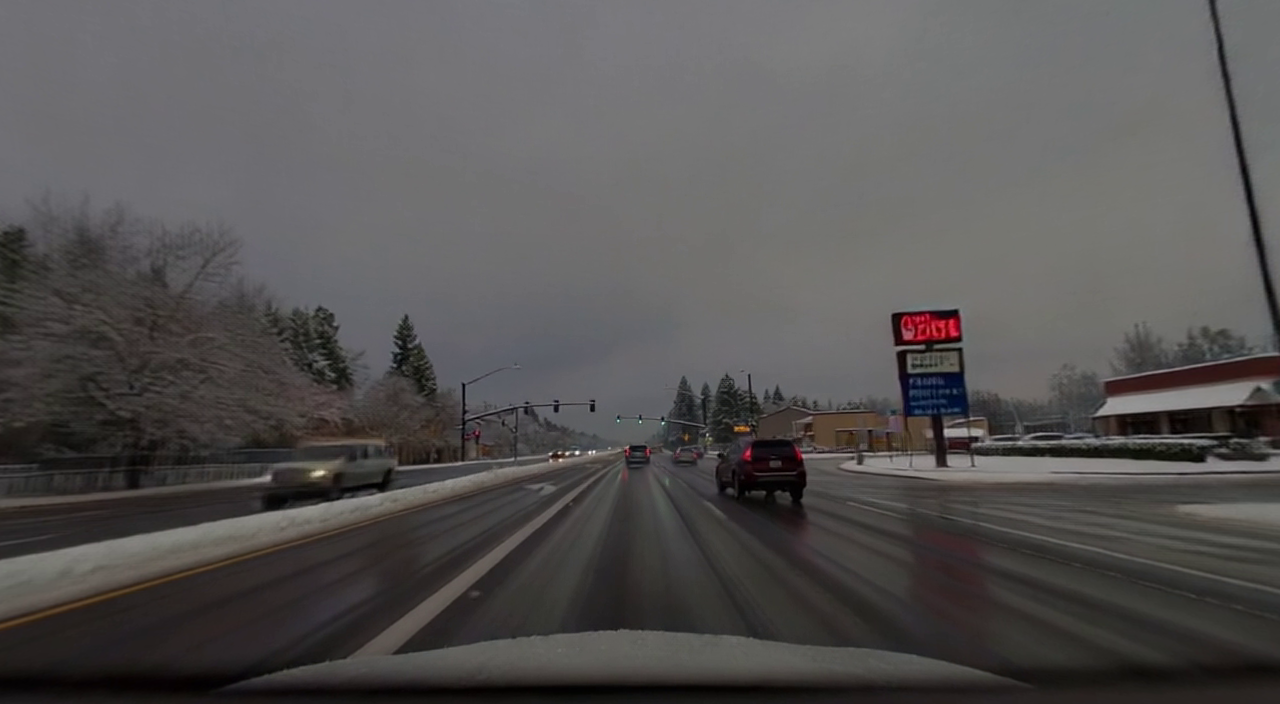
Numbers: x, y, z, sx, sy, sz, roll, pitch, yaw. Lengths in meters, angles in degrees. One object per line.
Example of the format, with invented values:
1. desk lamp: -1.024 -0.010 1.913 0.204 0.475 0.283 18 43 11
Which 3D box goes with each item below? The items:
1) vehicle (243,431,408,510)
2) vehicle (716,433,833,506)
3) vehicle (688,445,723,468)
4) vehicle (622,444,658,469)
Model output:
1. vehicle: -8.467 3.202 17.637 2.142 1.872 4.689 0 -8 0
2. vehicle: 3.348 3.010 16.684 2.022 1.643 4.326 0 -8 -1
3. vehicle: 4.335 6.976 42.474 1.889 1.473 4.303 0 -8 0
4. vehicle: -0.014 6.618 40.192 2.135 1.468 4.076 0 -8 0
